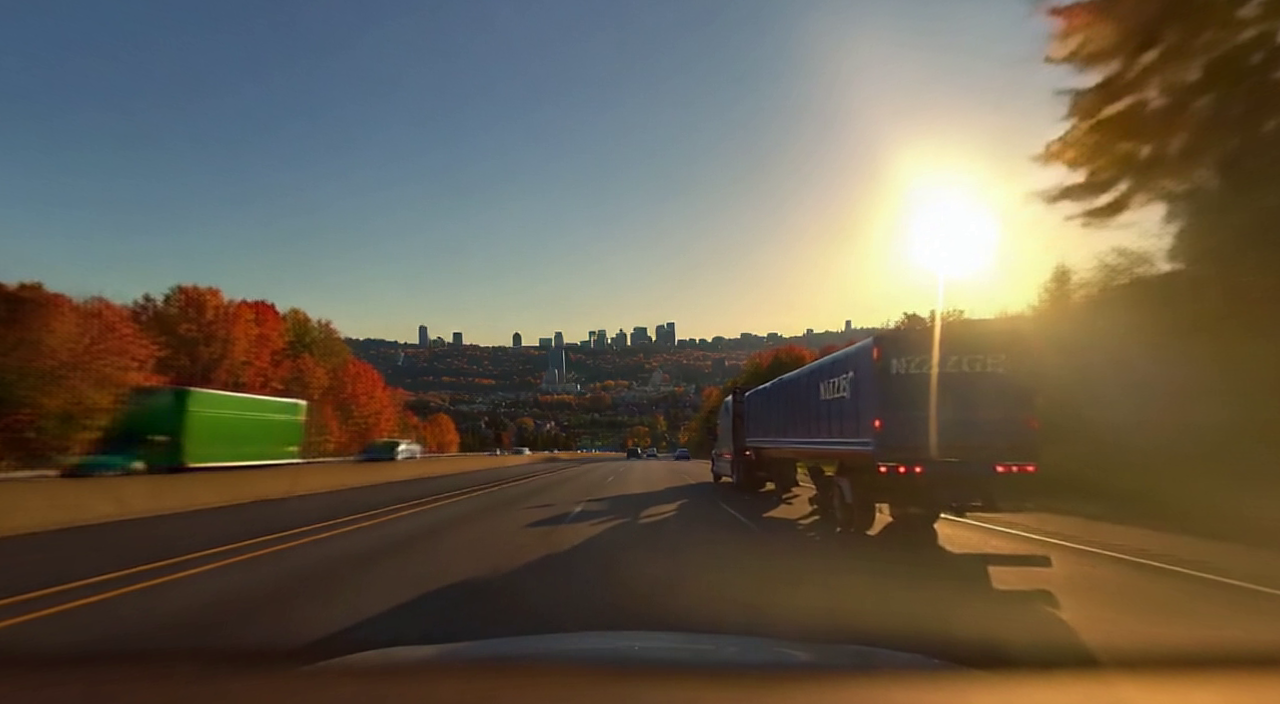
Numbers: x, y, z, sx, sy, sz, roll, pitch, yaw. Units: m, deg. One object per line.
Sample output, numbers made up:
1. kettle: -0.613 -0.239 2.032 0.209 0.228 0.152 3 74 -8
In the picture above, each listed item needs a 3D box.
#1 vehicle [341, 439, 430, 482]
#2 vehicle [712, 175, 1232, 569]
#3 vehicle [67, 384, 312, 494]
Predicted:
1. vehicle: -11.937 5.123 29.812 2.079 1.811 4.980 -1 -9 1
2. vehicle: 4.079 1.395 14.448 3.003 3.880 16.814 0 -9 0
3. vehicle: -19.297 3.994 28.333 2.995 4.004 10.610 -1 -9 1
